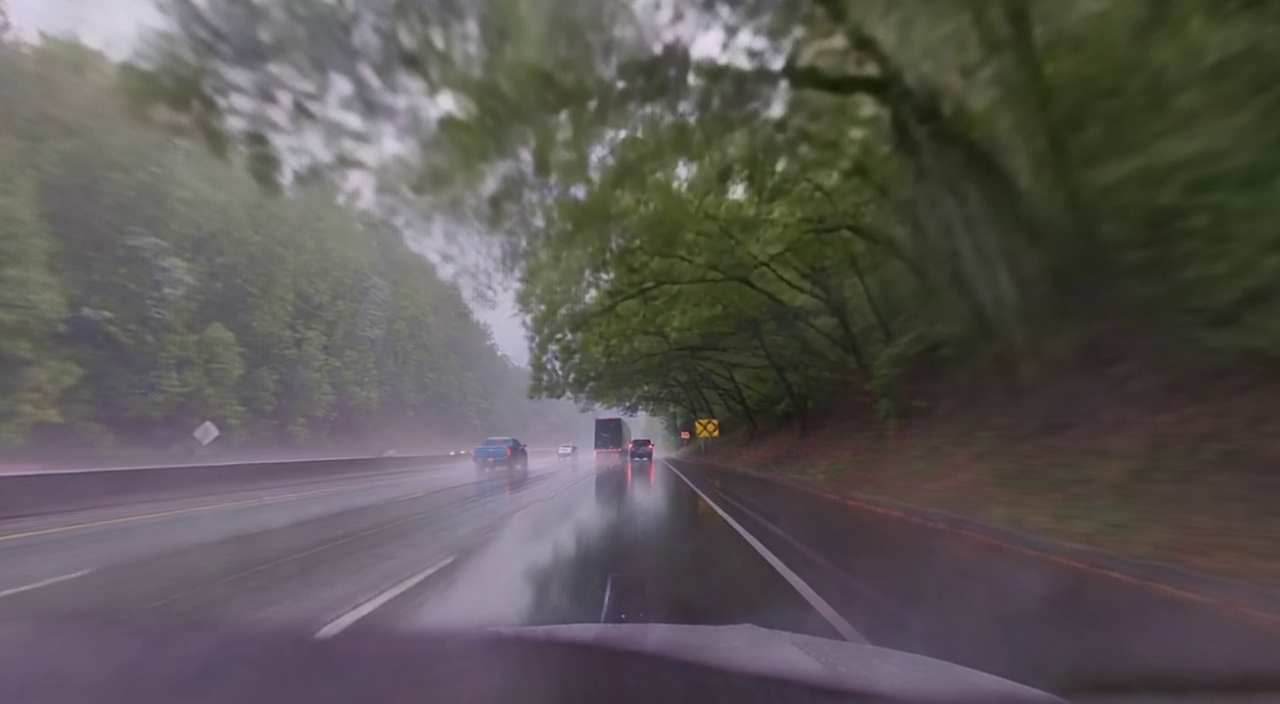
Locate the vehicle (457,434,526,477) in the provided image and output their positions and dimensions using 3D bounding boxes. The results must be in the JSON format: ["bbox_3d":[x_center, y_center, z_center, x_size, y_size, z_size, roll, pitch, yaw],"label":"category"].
[{"bbox_3d":[-7.018,4.940,30.378,2.149,1.884,4.627,0,-8,0],"label":"vehicle"}]
